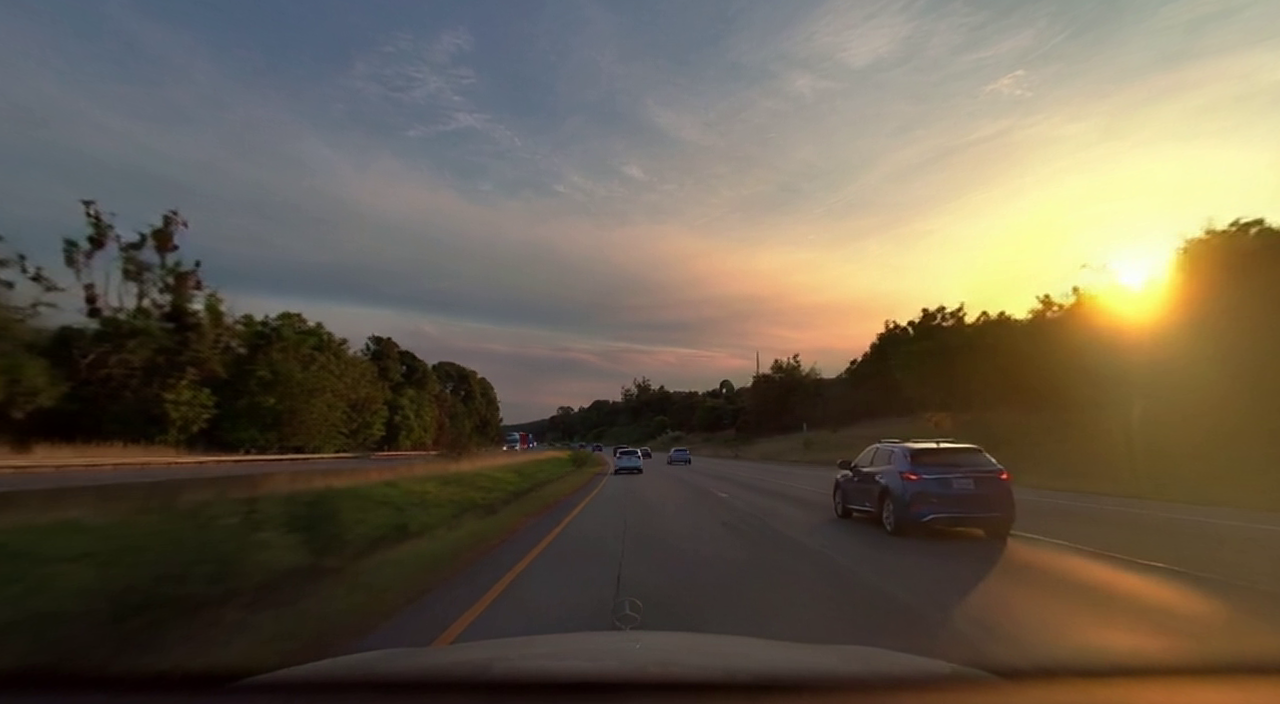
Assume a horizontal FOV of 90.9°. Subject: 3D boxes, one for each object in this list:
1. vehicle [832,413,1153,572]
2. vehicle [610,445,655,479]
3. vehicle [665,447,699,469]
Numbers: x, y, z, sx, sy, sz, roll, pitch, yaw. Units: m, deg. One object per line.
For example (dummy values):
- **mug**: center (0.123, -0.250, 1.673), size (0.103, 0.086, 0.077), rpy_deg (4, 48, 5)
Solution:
- **vehicle**: center (4.257, 1.761, 8.529), size (2.013, 1.623, 3.916), rpy_deg (0, -9, -1)
- **vehicle**: center (-0.399, 5.317, 30.707), size (2.050, 1.534, 3.771), rpy_deg (0, -9, -2)
- **vehicle**: center (3.075, 7.875, 46.977), size (2.008, 1.504, 4.291), rpy_deg (1, -9, -4)
